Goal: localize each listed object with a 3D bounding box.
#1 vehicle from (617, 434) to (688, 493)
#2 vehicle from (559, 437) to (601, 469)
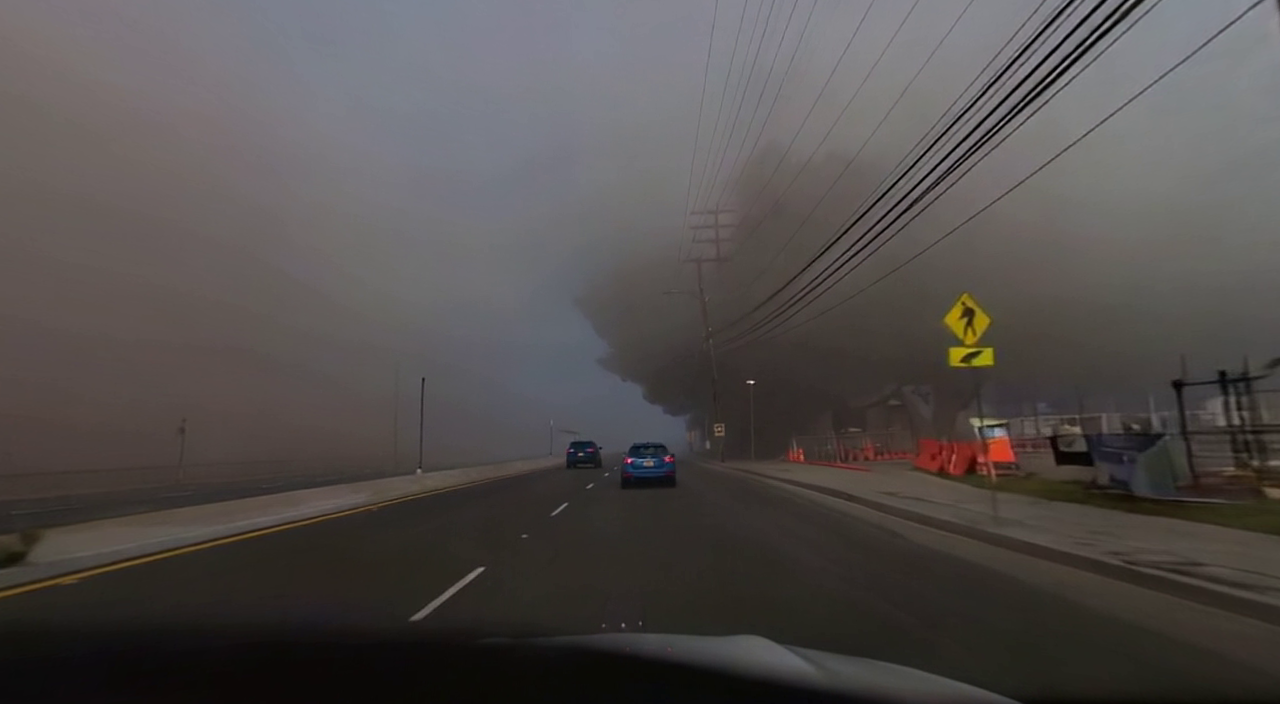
[{"bbox_3d":[0.333,3.523,20.178,2.059,1.691,3.980,0,-8,-1],"label":"vehicle"},{"bbox_3d":[-3.614,6.155,38.512,2.078,1.804,4.387,0,-8,1],"label":"vehicle"}]
